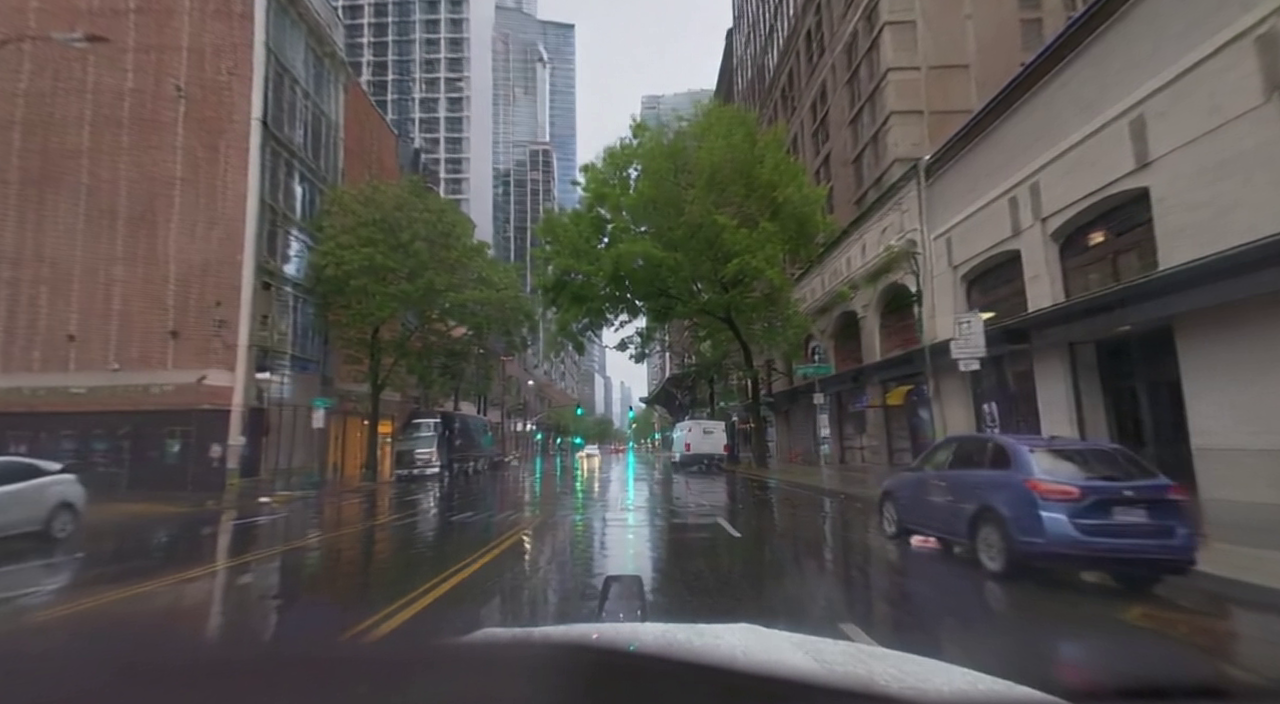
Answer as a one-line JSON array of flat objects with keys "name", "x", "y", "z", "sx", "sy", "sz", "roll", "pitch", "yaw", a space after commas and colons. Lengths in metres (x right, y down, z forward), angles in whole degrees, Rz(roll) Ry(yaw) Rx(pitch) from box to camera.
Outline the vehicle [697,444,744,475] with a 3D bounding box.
[{"name": "vehicle", "x": 4.187, "y": 5.649, "z": 33.423, "sx": 1.891, "sy": 1.535, "sz": 4.068, "roll": 0, "pitch": -9, "yaw": 0}]

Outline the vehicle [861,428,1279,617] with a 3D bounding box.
[{"name": "vehicle", "x": 4.482, "y": 1.703, "z": 7.353, "sx": 2.079, "sy": 1.501, "sz": 4.385, "roll": 0, "pitch": -9, "yaw": -2}]

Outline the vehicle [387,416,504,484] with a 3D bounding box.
[{"name": "vehicle", "x": -11.487, "y": 5.957, "z": 39.040, "sx": 3.049, "sy": 3.345, "sz": 12.614, "roll": -4, "pitch": -8, "yaw": 1}]

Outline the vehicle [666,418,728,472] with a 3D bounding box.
[{"name": "vehicle", "x": 3.608, "y": 6.198, "z": 41.905, "sx": 2.952, "sy": 3.171, "sz": 7.939, "roll": 0, "pitch": -9, "yaw": -3}]

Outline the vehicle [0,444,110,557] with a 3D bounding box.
[{"name": "vehicle", "x": -11.224, "y": 2.390, "z": 9.904, "sx": 2.039, "sy": 1.770, "sz": 4.445, "roll": -3, "pitch": -9, "yaw": -2}]
